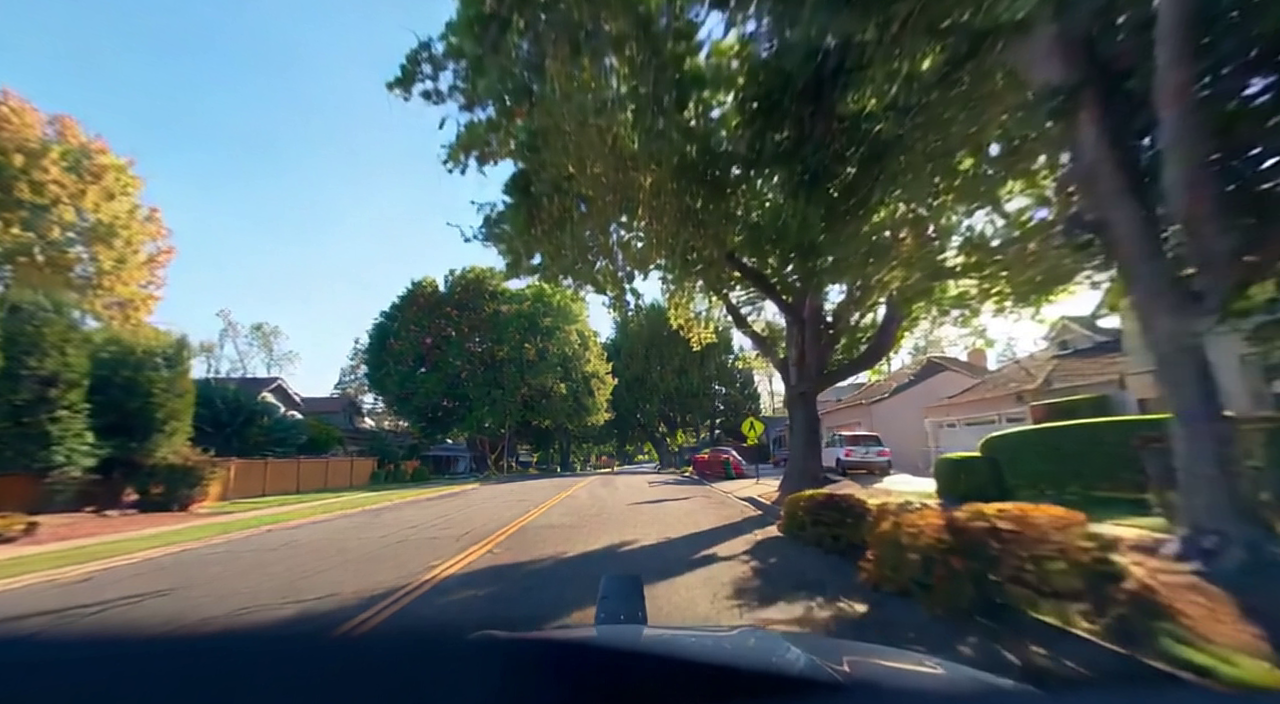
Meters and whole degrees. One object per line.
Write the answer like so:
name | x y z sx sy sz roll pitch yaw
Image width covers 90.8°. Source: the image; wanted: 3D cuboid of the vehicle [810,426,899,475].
vehicle | 9.882 4.615 29.748 2.335 2.028 6.172 -1 -9 4
